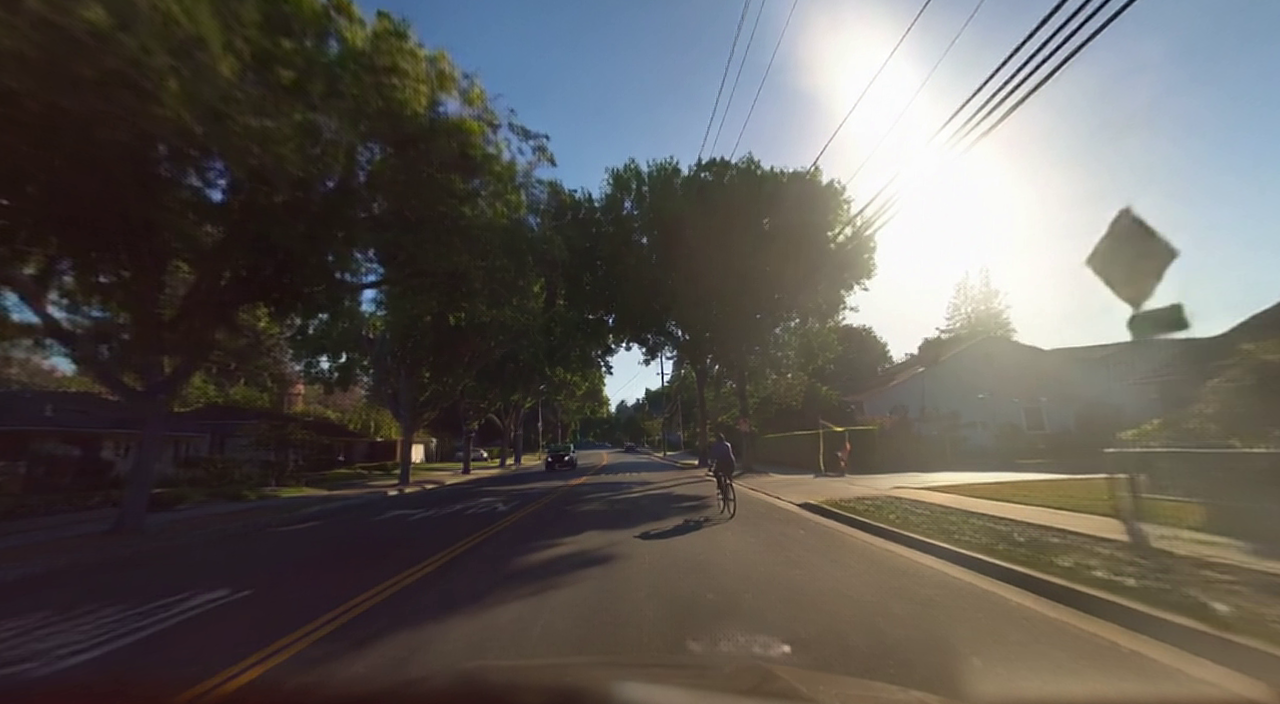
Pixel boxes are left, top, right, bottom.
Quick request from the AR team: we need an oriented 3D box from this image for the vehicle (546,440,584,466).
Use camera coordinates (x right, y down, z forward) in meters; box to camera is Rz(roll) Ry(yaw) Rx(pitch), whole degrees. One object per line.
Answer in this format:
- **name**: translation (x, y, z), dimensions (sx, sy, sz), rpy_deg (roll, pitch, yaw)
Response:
- **vehicle**: translation (-5.311, 7.233, 45.342), dimensions (2.073, 1.761, 4.589), rpy_deg (0, -8, 1)
